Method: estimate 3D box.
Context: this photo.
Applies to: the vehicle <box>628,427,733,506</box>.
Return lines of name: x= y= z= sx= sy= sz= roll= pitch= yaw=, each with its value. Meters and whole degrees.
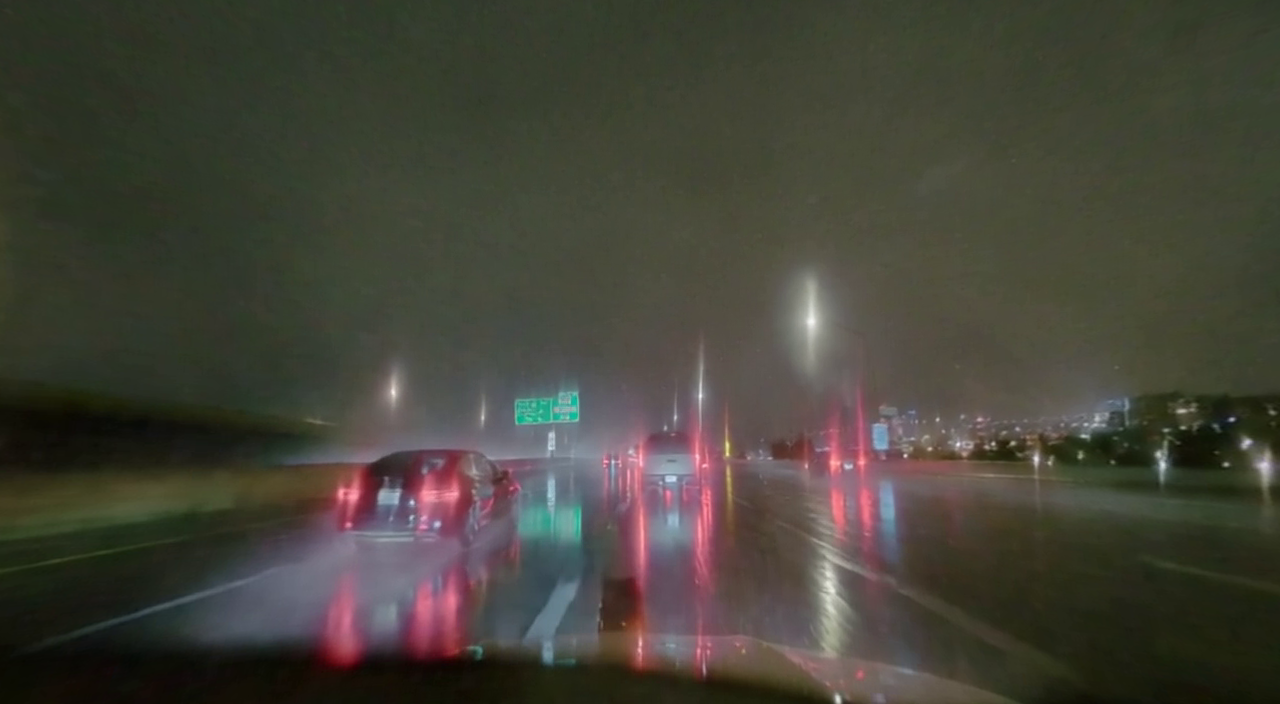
vehicle: x=1.075 y=3.456 z=19.449 sx=2.732 sy=2.065 sz=5.826 roll=0 pitch=-9 yaw=0

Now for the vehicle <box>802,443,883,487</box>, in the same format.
vehicle: x=8.947 y=5.006 z=28.211 sx=2.133 sy=1.770 sz=4.537 roll=0 pitch=-9 yaw=0

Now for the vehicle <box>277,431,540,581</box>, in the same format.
vehicle: x=-2.904 y=2.019 z=9.082 sx=2.099 sy=1.640 sz=4.134 roll=0 pitch=-9 yaw=2
